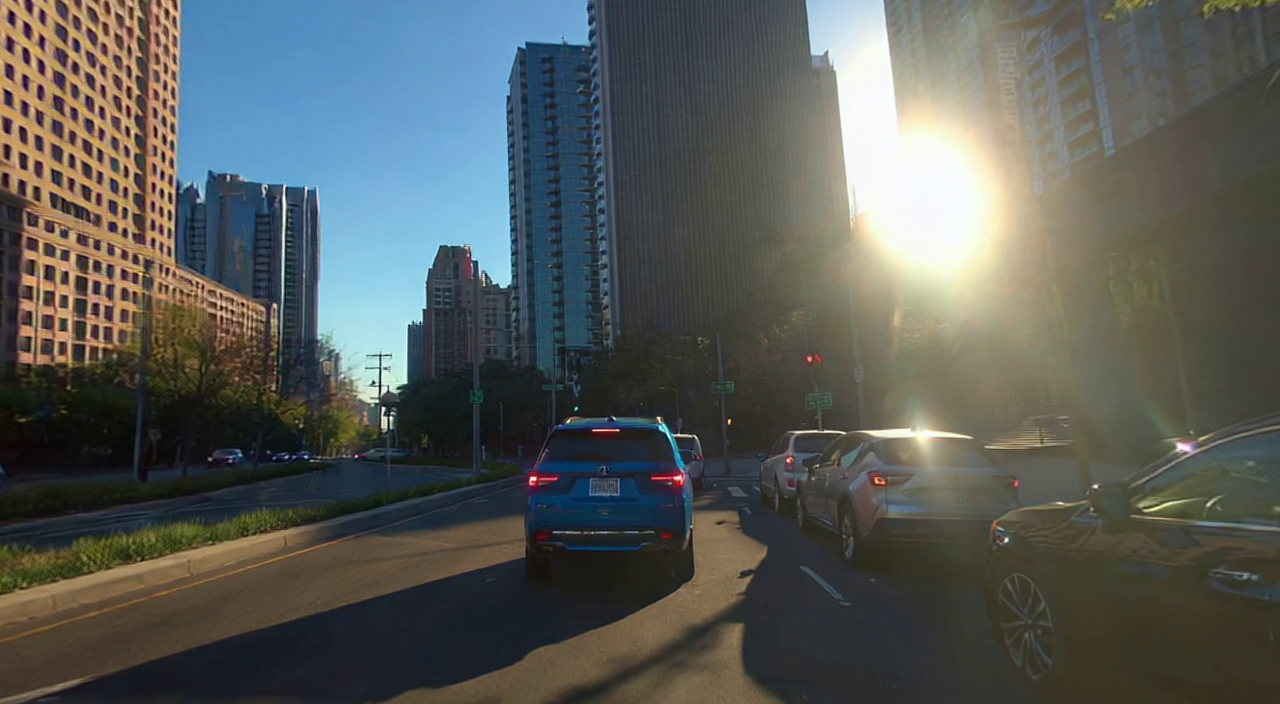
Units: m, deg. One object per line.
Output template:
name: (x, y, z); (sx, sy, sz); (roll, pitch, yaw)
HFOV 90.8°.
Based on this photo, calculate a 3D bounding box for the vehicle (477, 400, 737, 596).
vehicle: (-0.341, 1.580, 7.621); (2.249, 1.684, 4.084); (0, -9, -2)

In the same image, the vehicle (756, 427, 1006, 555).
vehicle: (3.275, 1.987, 9.817); (1.941, 1.482, 4.632); (0, -9, -1)

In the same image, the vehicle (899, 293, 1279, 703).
vehicle: (2.993, 0.752, 2.249); (2.063, 1.760, 4.664); (0, -9, -1)

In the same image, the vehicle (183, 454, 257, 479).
vehicle: (-27.707, 7.541, 41.873); (1.967, 1.428, 4.832); (0, -9, -5)
